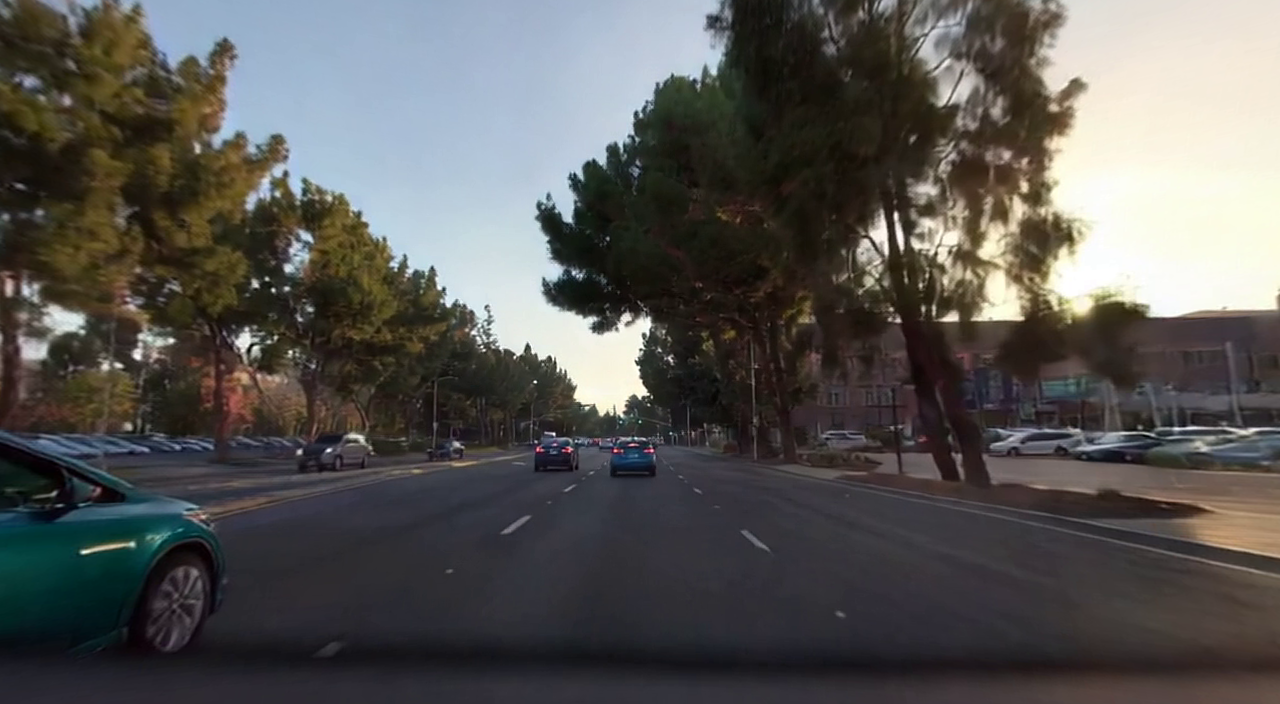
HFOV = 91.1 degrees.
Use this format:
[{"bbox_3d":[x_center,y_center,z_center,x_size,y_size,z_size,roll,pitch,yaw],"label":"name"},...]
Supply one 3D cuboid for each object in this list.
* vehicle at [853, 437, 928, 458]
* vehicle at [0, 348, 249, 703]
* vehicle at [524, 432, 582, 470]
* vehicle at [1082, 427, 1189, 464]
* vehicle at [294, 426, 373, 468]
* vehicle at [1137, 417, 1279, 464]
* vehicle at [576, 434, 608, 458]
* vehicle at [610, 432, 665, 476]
[{"bbox_3d":[17.762,6.772,44.669,4.460,1.449,1.959,0,-8,-2],"label":"vehicle"},{"bbox_3d":[-3.697,0.739,2.114,2.070,1.641,4.152,0,-8,0],"label":"vehicle"},{"bbox_3d":[-4.090,4.749,30.277,2.113,1.713,4.422,0,-8,0],"label":"vehicle"},{"bbox_3d":[19.827,3.760,25.287,1.466,1.357,3.288,1,-8,-3],"label":"vehicle"},{"bbox_3d":[-20.259,6.328,41.906,2.398,2.537,5.723,0,-8,-1],"label":"vehicle"},{"bbox_3d":[22.627,3.527,24.668,2.079,1.656,4.564,1,-10,-6],"label":"vehicle"},{"bbox_3d":[-3.646,7.272,48.615,2.047,1.810,4.414,0,-8,1],"label":"vehicle"},{"bbox_3d":[-0.099,4.117,25.496,2.042,1.641,4.187,0,-8,0],"label":"vehicle"}]
